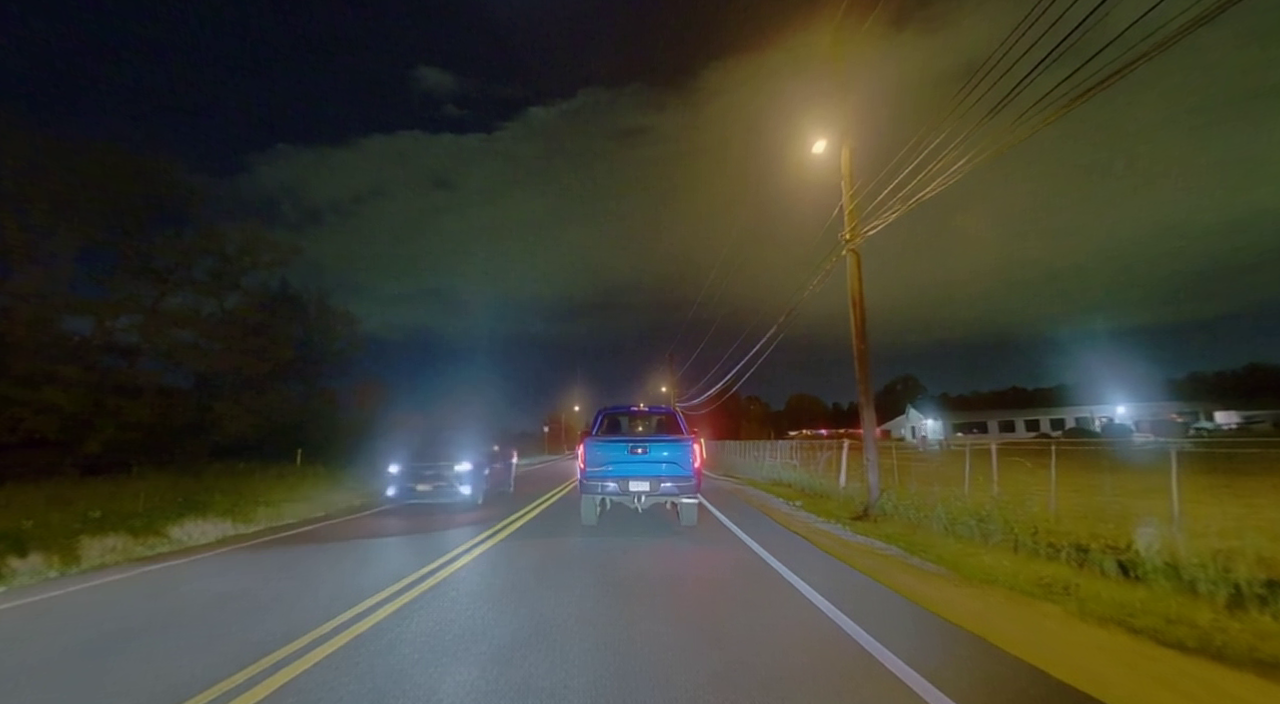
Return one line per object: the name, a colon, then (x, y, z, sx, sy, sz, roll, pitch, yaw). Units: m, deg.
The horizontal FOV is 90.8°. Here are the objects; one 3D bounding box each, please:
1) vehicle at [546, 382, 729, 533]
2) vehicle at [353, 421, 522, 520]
vehicle: (-0.085, 1.994, 12.371, 2.693, 2.223, 5.885, 0, -9, -1)
vehicle: (-4.171, 2.529, 14.023, 2.193, 1.805, 4.657, 0, -9, 0)
